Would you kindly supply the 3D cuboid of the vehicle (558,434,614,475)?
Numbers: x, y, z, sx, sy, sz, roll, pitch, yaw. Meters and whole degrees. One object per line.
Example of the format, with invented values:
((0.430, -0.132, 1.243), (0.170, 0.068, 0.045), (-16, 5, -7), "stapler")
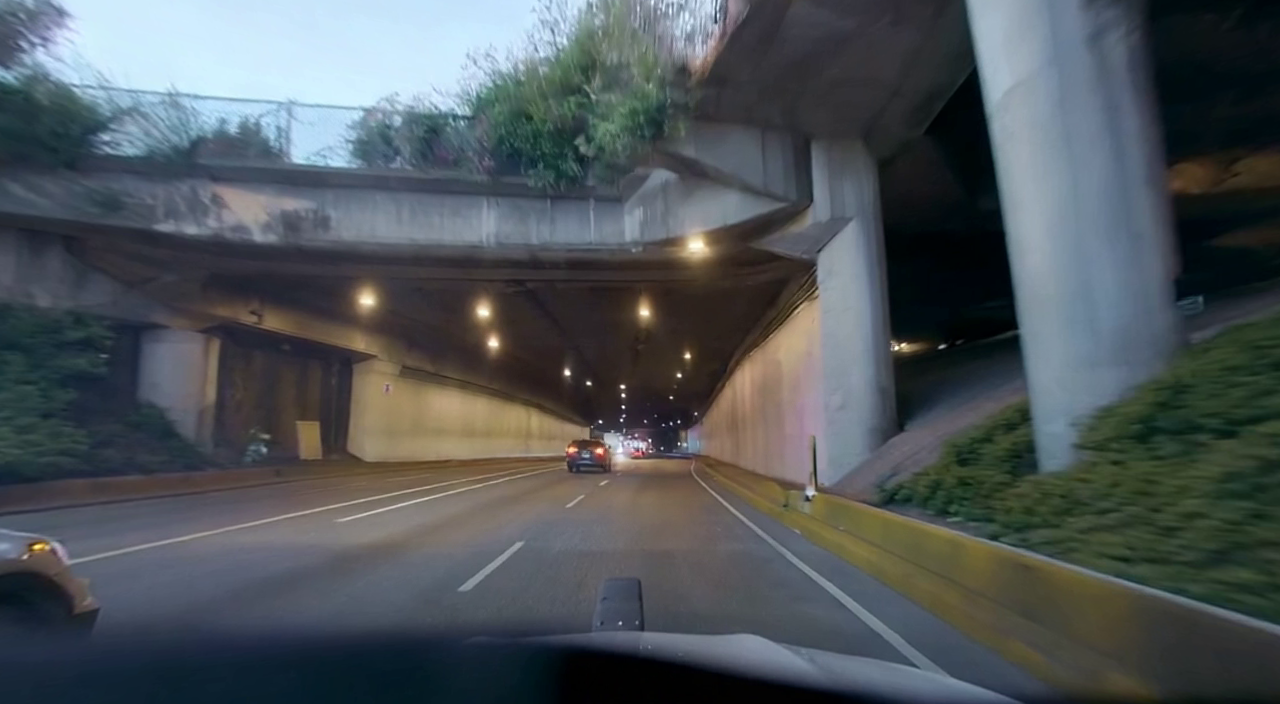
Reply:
((-2.369, 4.650, 28.763), (1.961, 1.725, 4.315), (-1, -9, 3), "vehicle")
